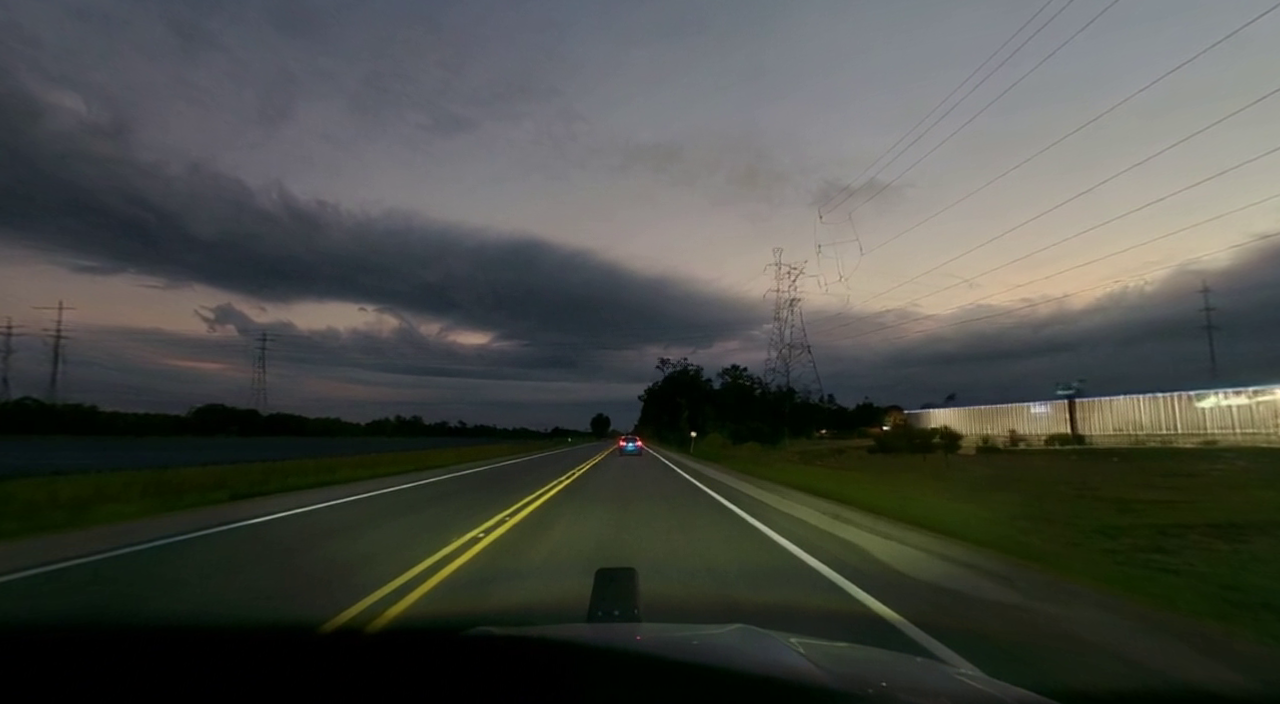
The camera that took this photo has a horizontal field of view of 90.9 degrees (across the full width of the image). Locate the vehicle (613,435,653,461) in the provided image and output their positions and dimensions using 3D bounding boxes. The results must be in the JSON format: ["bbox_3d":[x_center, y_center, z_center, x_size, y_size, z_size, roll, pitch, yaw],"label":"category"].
[{"bbox_3d":[-0.433,5.578,36.803,2.241,1.471,3.829,0,-8,-2],"label":"vehicle"}]
